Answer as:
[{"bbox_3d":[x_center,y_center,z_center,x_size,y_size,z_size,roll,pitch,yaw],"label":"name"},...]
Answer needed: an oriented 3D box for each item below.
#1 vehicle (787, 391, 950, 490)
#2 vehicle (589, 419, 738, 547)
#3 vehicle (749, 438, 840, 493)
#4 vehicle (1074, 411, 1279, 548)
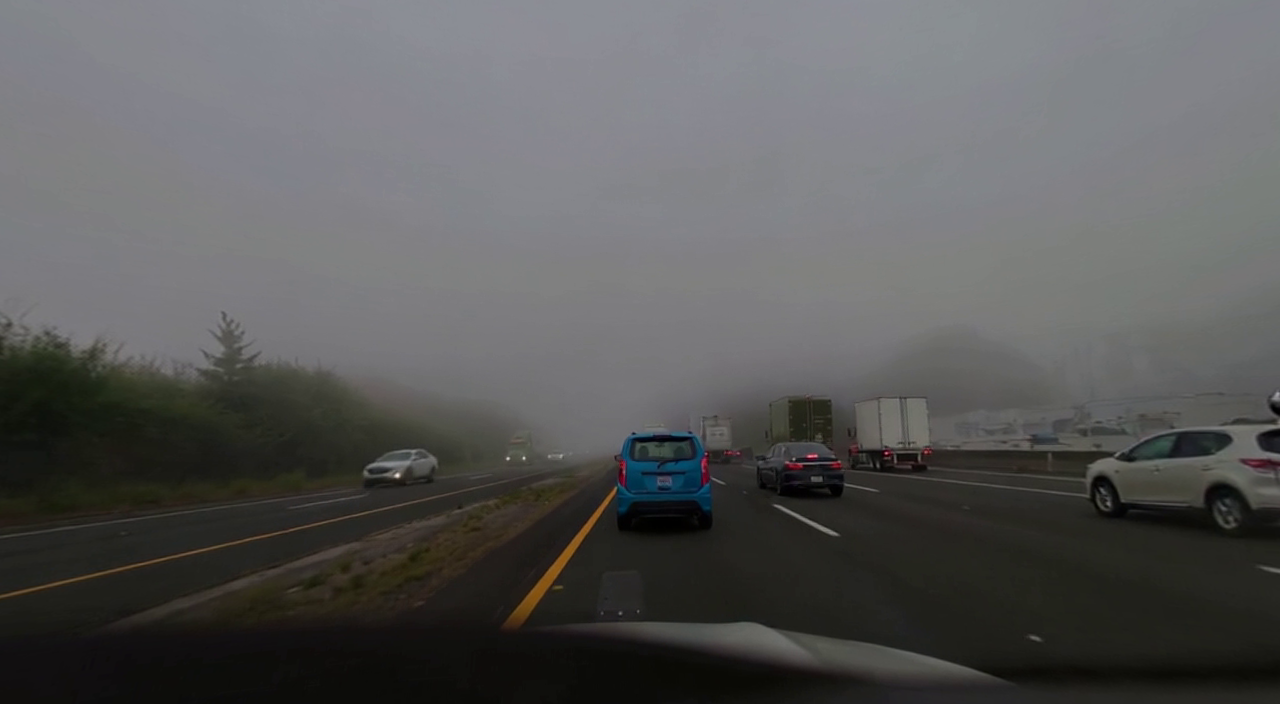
[{"bbox_3d":[8.727,3.701,25.888,2.799,3.188,10.578,0,-9,0],"label":"vehicle"},{"bbox_3d":[0.312,1.995,10.073,1.965,1.664,3.428,0,-9,0],"label":"vehicle"},{"bbox_3d":[4.640,3.459,19.375,1.859,1.512,3.711,0,-9,0],"label":"vehicle"},{"bbox_3d":[8.798,1.768,9.048,1.913,1.652,4.384,-1,-9,1],"label":"vehicle"}]
